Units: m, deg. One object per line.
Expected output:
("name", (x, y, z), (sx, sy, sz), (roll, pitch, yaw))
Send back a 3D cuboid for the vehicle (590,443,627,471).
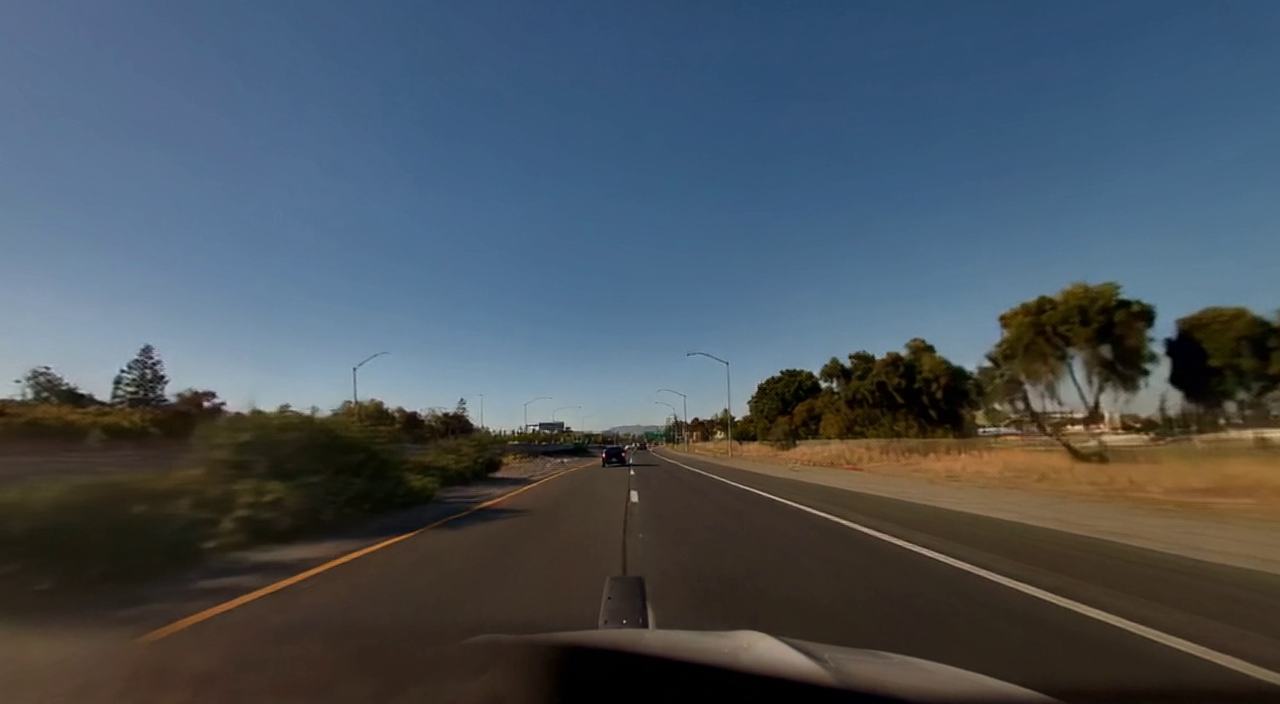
("vehicle", (-1.738, 5.963, 36.049), (1.991, 1.475, 4.302), (0, -8, -1))
